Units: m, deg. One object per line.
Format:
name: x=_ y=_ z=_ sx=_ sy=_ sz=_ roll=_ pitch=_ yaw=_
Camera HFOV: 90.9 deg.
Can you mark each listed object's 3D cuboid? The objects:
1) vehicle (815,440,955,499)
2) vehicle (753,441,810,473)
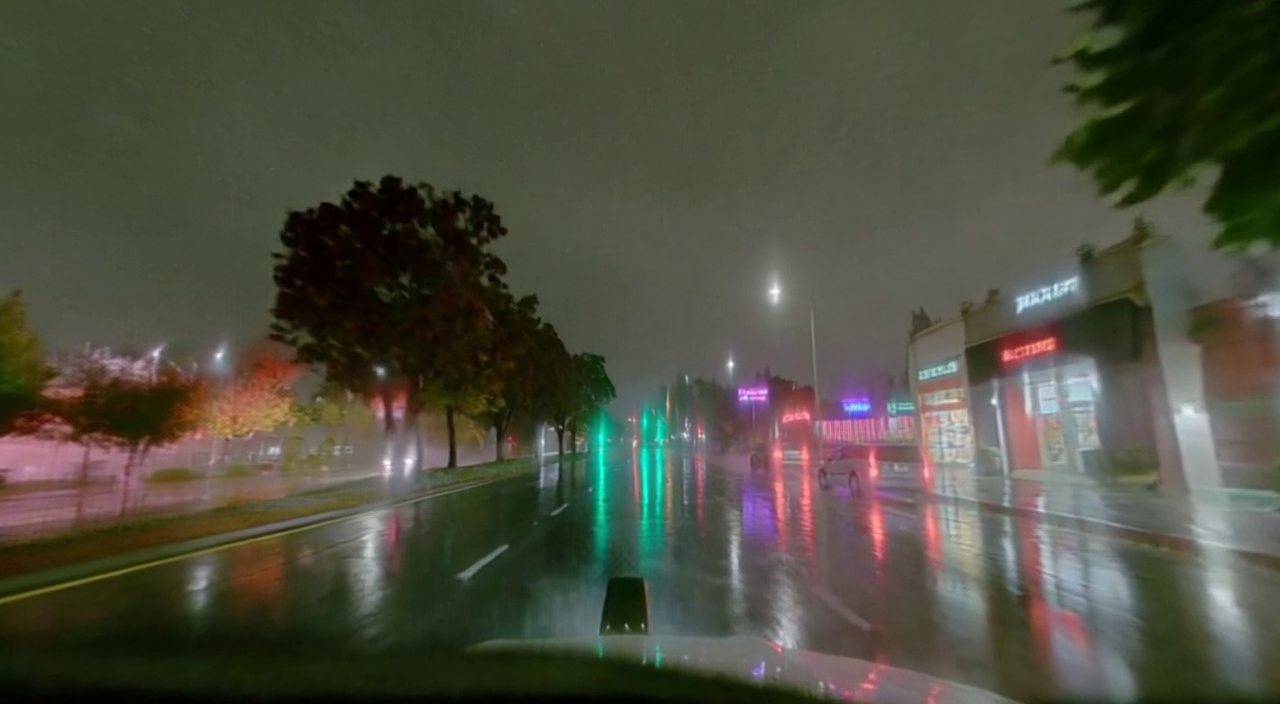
vehicle: x=6.963 y=3.372 z=18.661 sx=2.119 sy=1.458 sz=4.965 roll=1 pitch=-8 yaw=-1
vehicle: x=7.099 y=5.282 z=32.096 sx=1.923 sy=1.498 sz=4.676 roll=0 pitch=-8 yaw=1
